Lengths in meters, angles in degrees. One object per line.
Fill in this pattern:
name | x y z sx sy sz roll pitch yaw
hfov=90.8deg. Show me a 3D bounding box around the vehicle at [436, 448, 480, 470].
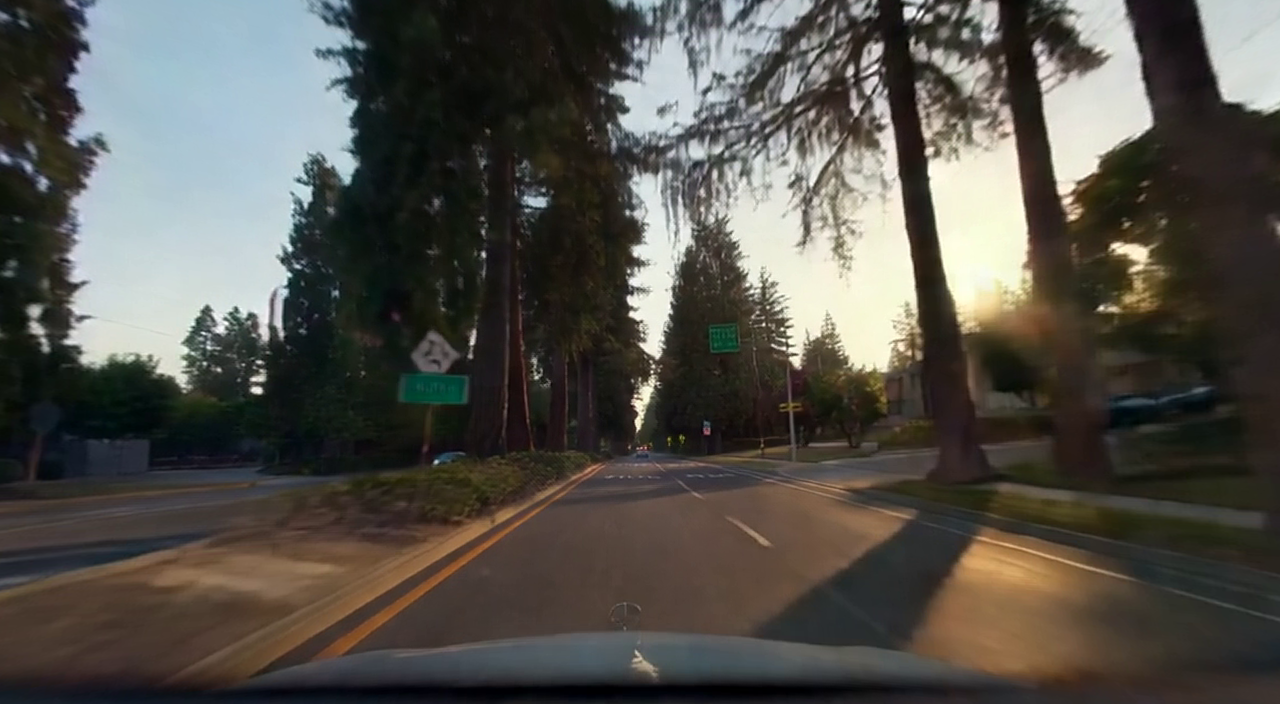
vehicle | -13.617 8.038 47.504 1.924 1.528 4.731 0 -9 0
